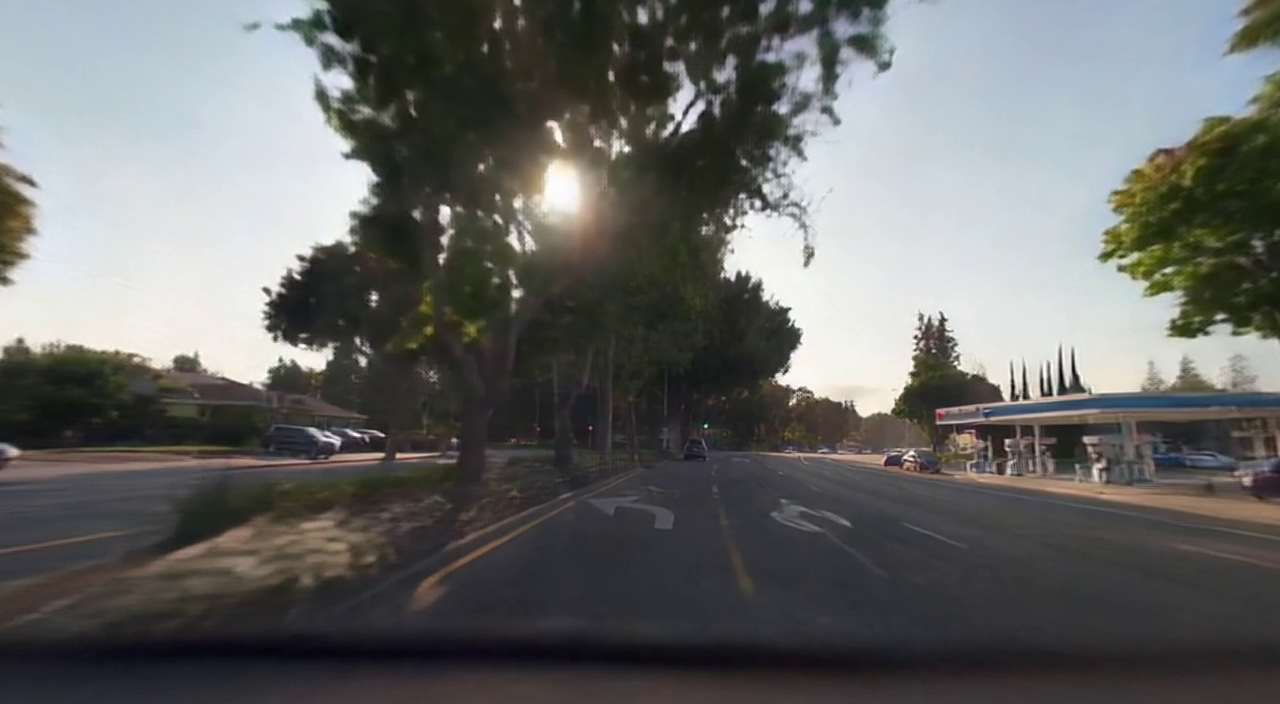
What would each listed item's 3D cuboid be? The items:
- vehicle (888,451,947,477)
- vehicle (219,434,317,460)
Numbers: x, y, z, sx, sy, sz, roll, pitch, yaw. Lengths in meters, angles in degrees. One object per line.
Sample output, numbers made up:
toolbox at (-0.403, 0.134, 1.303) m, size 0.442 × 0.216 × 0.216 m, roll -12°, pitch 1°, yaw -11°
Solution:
vehicle at (17.225, 6.963, 39.424) m, size 2.099 × 1.464 × 4.615 m, roll -1°, pitch -9°, yaw 8°
vehicle at (-20.711, 5.296, 35.270) m, size 4.343 × 1.379 × 1.851 m, roll -1°, pitch -9°, yaw 6°
